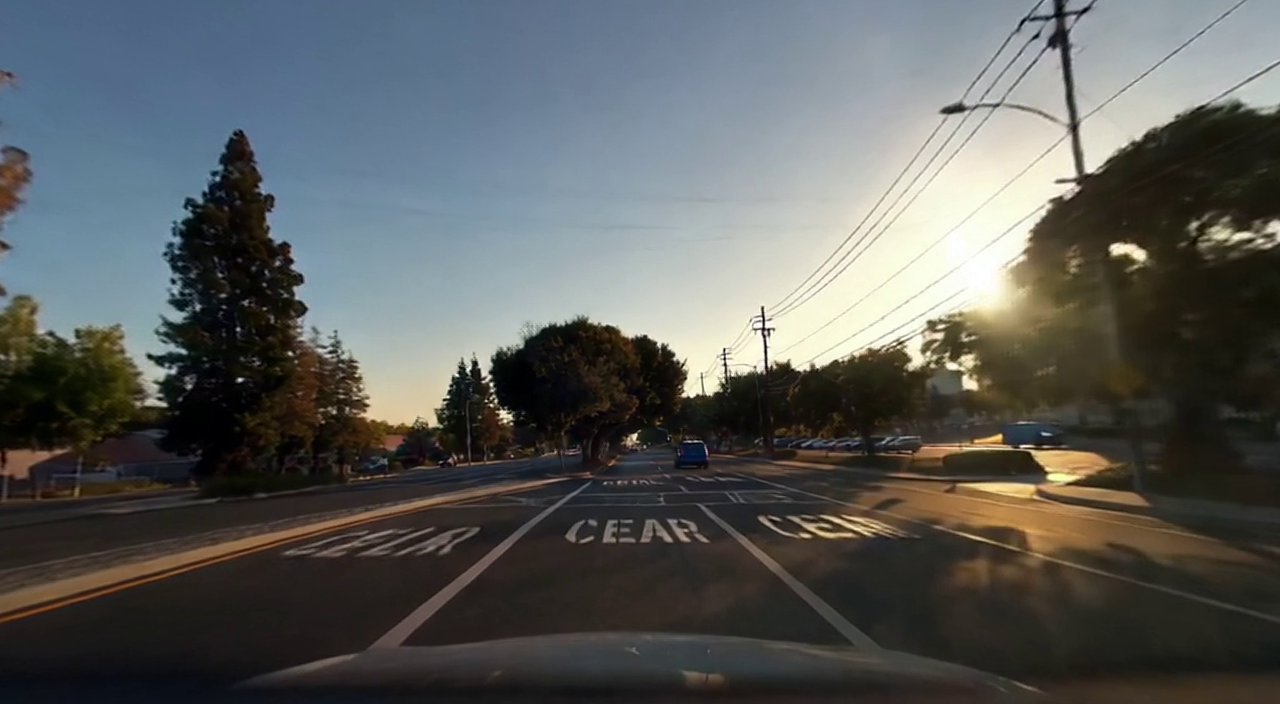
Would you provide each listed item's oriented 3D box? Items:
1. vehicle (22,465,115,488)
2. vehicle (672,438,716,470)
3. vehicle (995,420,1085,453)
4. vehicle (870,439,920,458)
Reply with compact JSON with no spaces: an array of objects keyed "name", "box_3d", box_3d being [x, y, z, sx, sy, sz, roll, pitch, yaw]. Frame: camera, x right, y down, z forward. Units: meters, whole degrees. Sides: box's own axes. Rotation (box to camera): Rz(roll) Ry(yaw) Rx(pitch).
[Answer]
[{"name":"vehicle","box_3d":[-40.508,8.806,44.858,4.585,1.482,1.937,0,-8,-2]},{"name":"vehicle","box_3d":[3.120,6.056,37.742,2.086,1.803,4.607,0,-8,-2]},{"name":"vehicle","box_3d":[29.584,6.351,47.066,2.406,2.215,6.315,-2,-8,-1]},{"name":"vehicle","box_3d":[19.995,7.597,49.772,1.980,1.423,4.793,0,-8,0]}]
